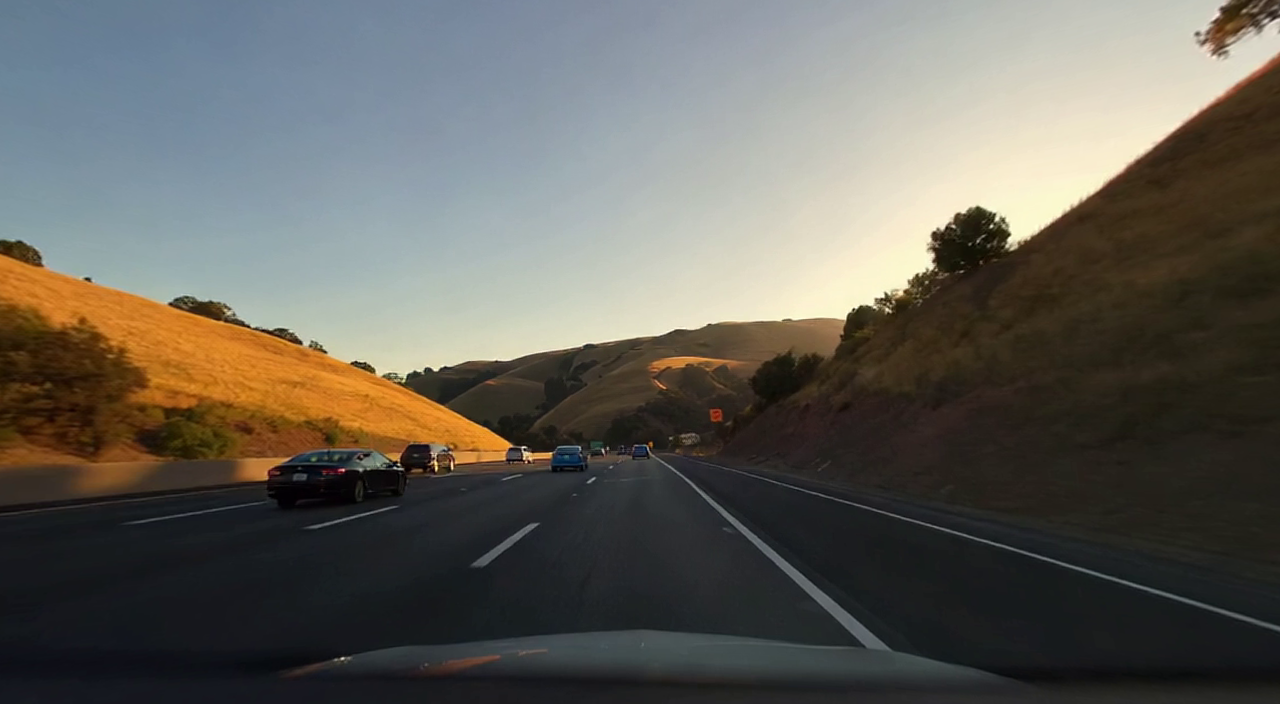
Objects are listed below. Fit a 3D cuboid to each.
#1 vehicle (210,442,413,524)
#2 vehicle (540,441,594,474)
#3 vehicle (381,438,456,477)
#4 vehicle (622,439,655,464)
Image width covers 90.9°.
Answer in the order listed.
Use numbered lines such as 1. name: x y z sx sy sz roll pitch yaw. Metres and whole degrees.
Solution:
1. vehicle: -6.679 2.658 13.489 1.991 1.441 4.265 0 -8 1
2. vehicle: -3.587 5.293 31.861 2.144 1.505 4.649 0 -8 1
3. vehicle: -10.715 5.127 30.928 2.025 1.750 4.505 0 -8 0
4. vehicle: -0.108 7.080 45.168 2.225 1.674 4.044 0 -8 -1
